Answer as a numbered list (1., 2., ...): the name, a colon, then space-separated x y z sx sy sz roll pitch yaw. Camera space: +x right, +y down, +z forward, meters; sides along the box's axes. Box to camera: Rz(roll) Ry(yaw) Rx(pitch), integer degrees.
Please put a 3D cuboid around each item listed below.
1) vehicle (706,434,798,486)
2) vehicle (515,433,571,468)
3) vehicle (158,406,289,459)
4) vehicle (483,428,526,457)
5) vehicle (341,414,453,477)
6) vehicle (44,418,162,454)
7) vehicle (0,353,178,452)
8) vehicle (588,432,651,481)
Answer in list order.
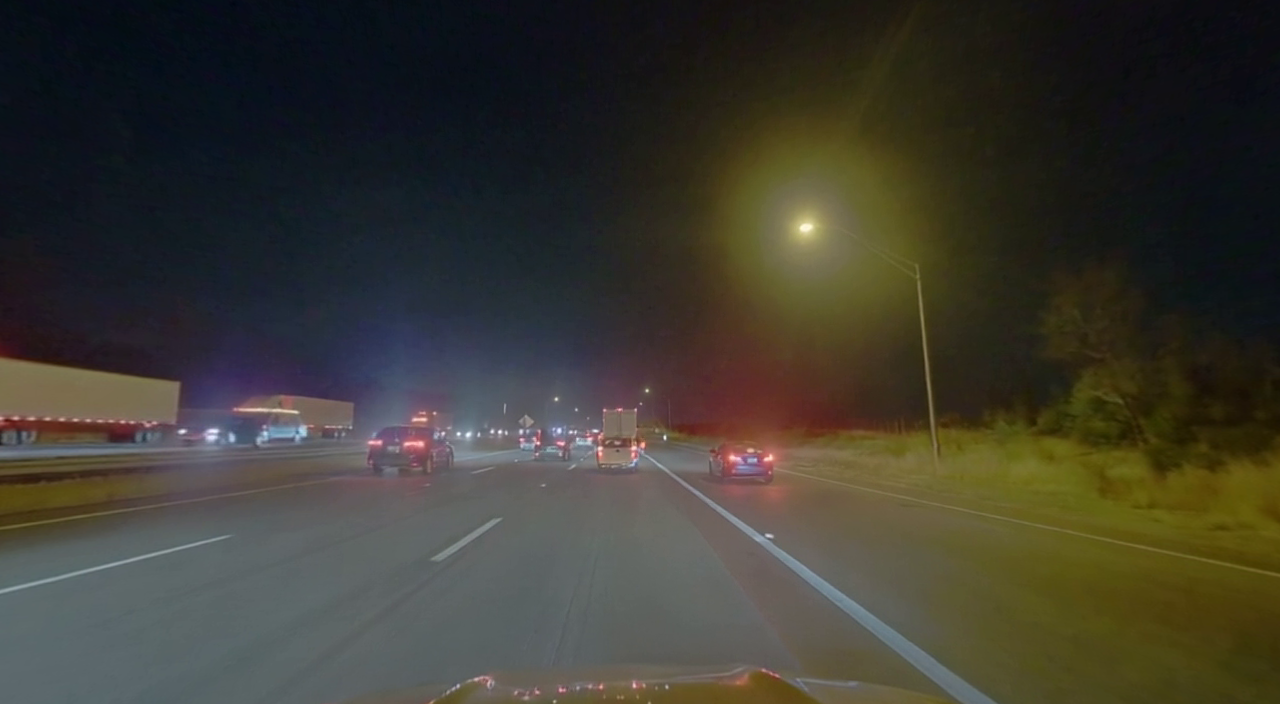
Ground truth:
1. vehicle: 3.503 3.433 20.525 1.981 1.474 4.396 0 -8 -3
2. vehicle: -4.515 4.653 30.022 2.046 1.493 4.384 0 -8 -1
3. vehicle: -15.220 2.995 23.314 1.919 1.761 4.413 0 -8 -2
4. vehicle: -9.017 6.085 42.297 1.992 1.838 4.493 0 -8 -1
5. vehicle: -8.343 3.260 22.159 2.158 1.943 4.662 0 -8 -1
6. vehicle: -23.270 3.671 27.459 1.773 1.462 3.985 0 -8 -3
7. vehicle: -27.671 2.476 28.752 2.852 4.024 14.120 0 -8 -2
8. vehicle: -0.688 3.503 21.475 1.980 1.478 3.758 0 -8 -1
